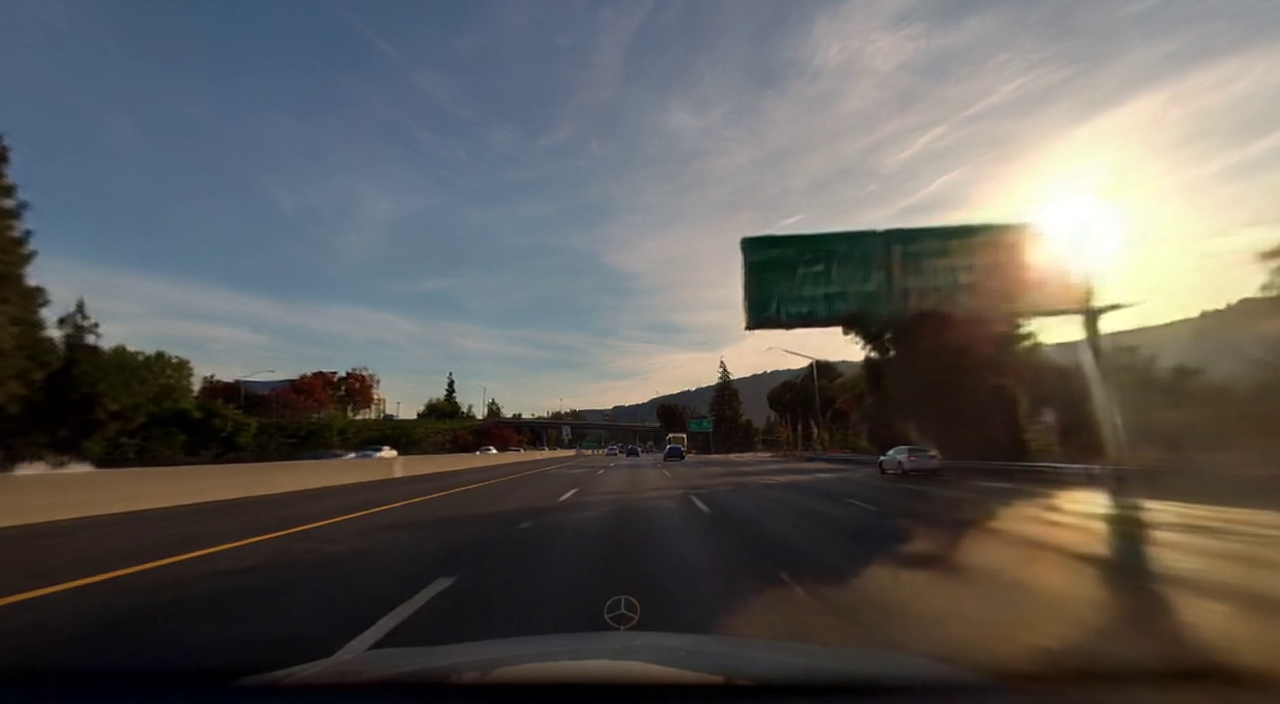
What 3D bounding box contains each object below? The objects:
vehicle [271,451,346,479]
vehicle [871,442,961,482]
[{"bbox_3d":[-19.587,6.678,37.595,1.935,1.484,4.558,0,-9,1],"label":"vehicle"},{"bbox_3d":[11.425,4.565,26.528,1.878,1.509,4.327,0,-9,1],"label":"vehicle"}]
